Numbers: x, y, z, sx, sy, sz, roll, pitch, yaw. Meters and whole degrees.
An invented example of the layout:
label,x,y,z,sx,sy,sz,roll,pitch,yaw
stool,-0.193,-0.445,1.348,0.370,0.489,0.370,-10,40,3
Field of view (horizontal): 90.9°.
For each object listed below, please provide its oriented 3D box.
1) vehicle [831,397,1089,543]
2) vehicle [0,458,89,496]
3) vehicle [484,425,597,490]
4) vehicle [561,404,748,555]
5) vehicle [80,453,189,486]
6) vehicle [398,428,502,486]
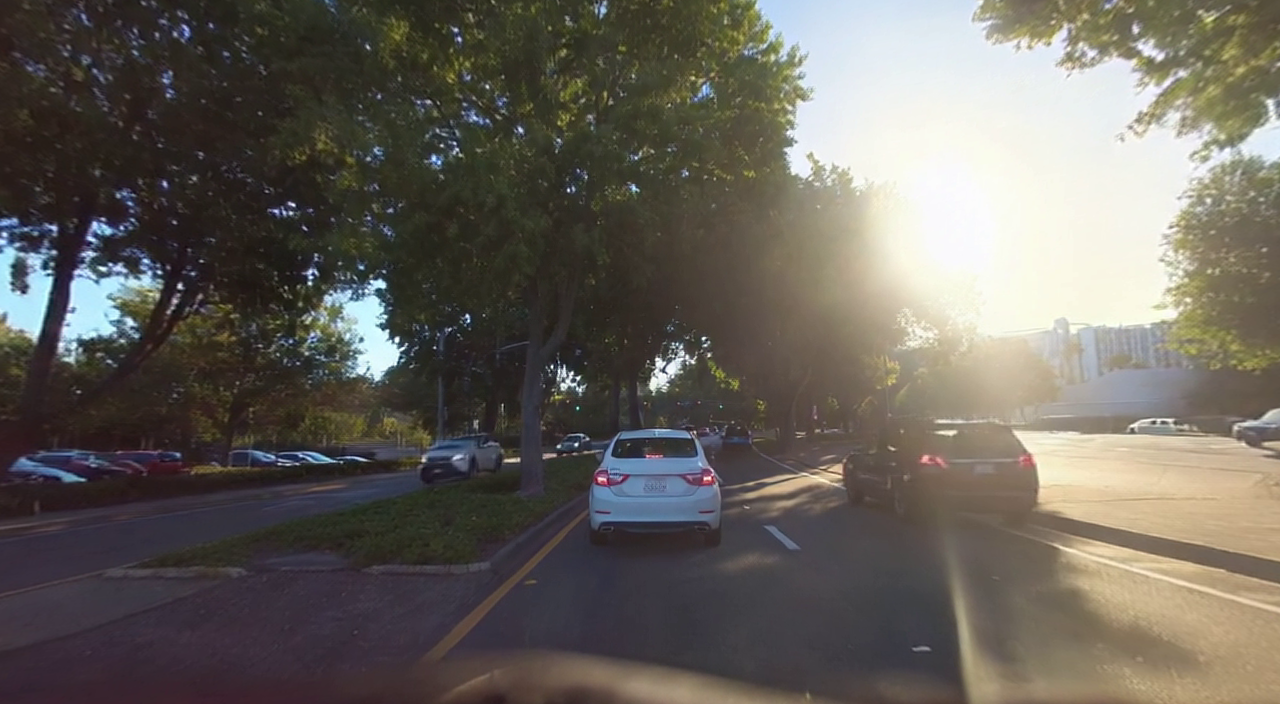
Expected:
label,x,y,z,sx,sy,sz,roll,pitch,yaw
vehicle,4.946,1.892,10.739,2.059,1.864,4.700,1,-8,2
vehicle,-27.315,5.613,28.077,4.272,1.438,1.801,-5,-9,8
vehicle,-2.948,3.282,19.971,2.057,1.786,4.725,-2,-8,11
vehicle,0.204,1.770,9.403,2.154,1.710,4.128,-1,-8,1
vehicle,-26.751,6.189,33.454,4.256,1.633,1.940,-1,-8,7
vehicle,-6.637,3.734,22.672,2.051,1.843,4.469,-1,-8,4
